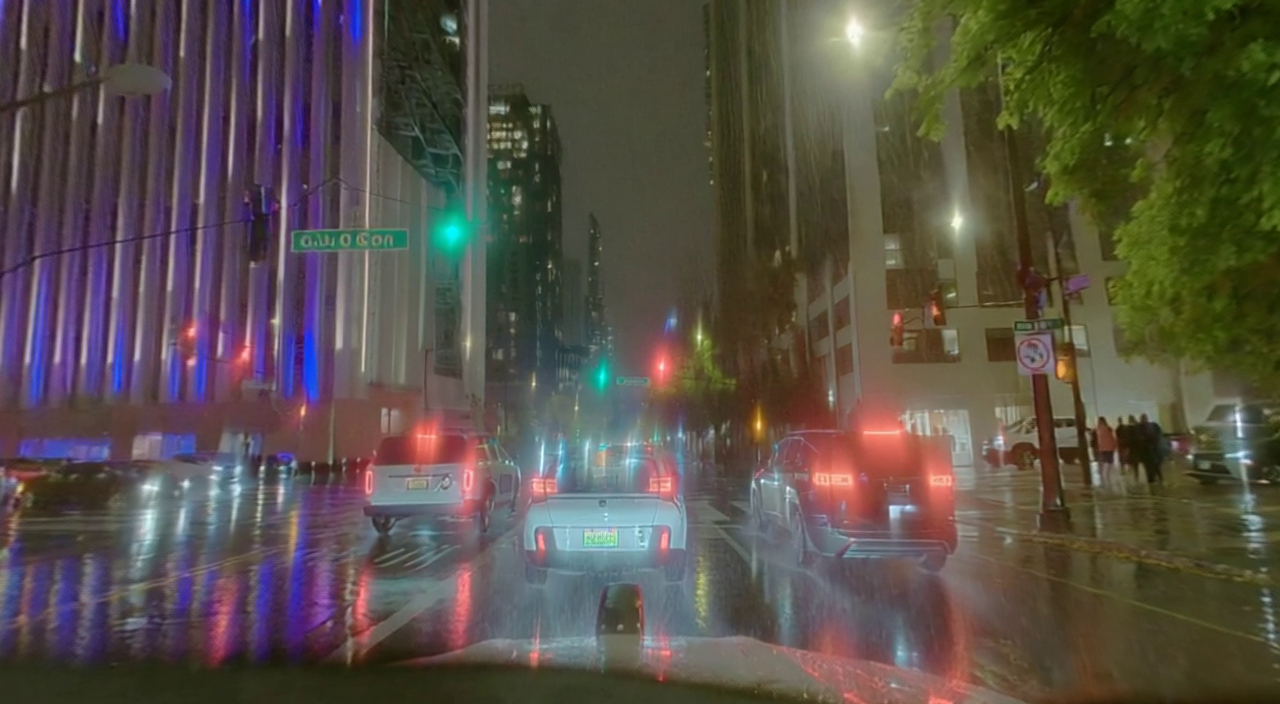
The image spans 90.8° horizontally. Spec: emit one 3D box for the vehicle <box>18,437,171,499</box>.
[{"bbox_3d":[-30.871,6.529,35.940,5.896,3.276,2.809,1,-8,1],"label":"vehicle"}]

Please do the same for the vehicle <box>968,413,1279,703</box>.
[{"bbox_3d":[2.743,0.809,1.114,1.902,1.454,4.540,0,-8,0],"label":"vehicle"}]

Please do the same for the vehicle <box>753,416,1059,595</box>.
[{"bbox_3d":[3.036,1.853,8.622,2.072,1.735,4.759,0,-8,0],"label":"vehicle"}]

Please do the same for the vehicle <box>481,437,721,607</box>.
[{"bbox_3d":[-0.363,1.791,7.641,2.092,1.454,4.132,0,-8,-1],"label":"vehicle"}]

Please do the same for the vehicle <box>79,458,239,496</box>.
[{"bbox_3d":[-20.200,5.255,26.713,5.153,1.449,1.966,0,-8,0],"label":"vehicle"}]

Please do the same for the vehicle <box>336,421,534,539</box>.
[{"bbox_3d":[-3.690,2.416,12.699,2.190,1.840,5.272,0,-8,0],"label":"vehicle"}]
